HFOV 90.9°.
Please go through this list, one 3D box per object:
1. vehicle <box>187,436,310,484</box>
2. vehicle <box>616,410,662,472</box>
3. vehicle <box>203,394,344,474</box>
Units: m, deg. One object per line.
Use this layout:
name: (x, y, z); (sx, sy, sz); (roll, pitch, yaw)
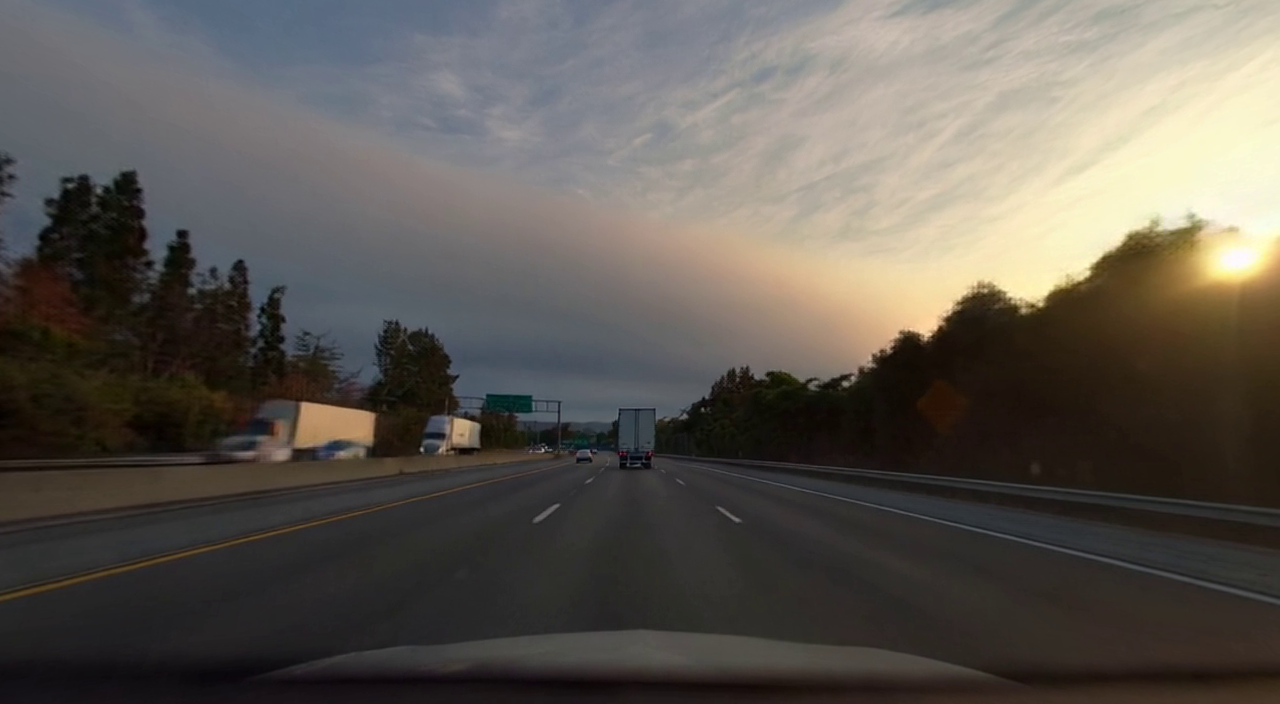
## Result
vehicle: (-13.309, 3.685, 21.690); (1.995, 1.490, 3.421); (0, -9, 0)
vehicle: (-0.204, 6.538, 45.995); (2.962, 3.953, 10.696); (0, -9, -2)
vehicle: (-17.615, 4.085, 30.896); (3.242, 3.506, 5.962); (0, -9, -1)
